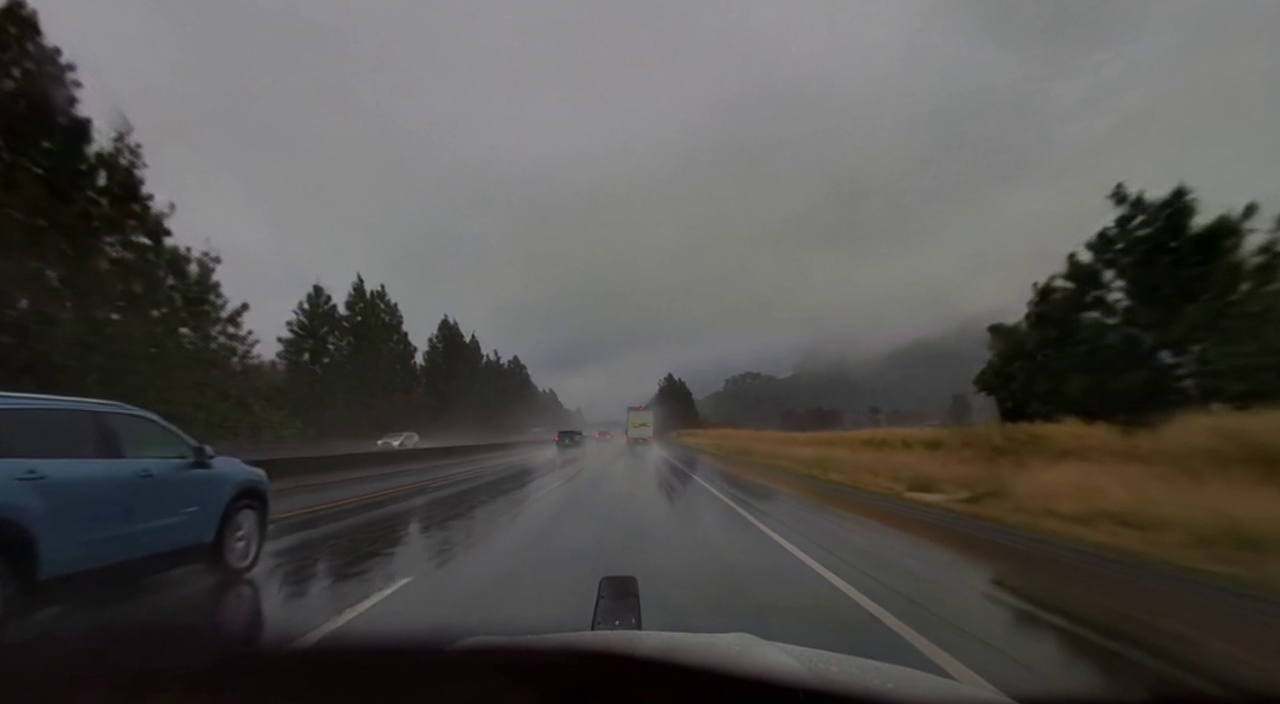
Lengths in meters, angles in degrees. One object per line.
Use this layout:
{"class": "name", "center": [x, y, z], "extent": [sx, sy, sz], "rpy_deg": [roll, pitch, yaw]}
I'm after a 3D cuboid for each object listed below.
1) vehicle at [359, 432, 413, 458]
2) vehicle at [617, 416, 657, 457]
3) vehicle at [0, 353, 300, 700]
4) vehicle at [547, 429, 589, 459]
{"class": "vehicle", "center": [-17.907, 6.555, 44.666], "extent": [1.902, 1.712, 4.858], "rpy_deg": [0, -8, -1]}
{"class": "vehicle", "center": [-0.240, 5.647, 41.893], "extent": [2.526, 2.531, 5.026], "rpy_deg": [0, -8, -1]}
{"class": "vehicle", "center": [-4.108, 0.908, 3.509], "extent": [2.045, 1.655, 4.301], "rpy_deg": [0, -8, -1]}
{"class": "vehicle", "center": [-4.419, 5.684, 39.145], "extent": [2.049, 1.726, 4.291], "rpy_deg": [0, -8, 0]}
